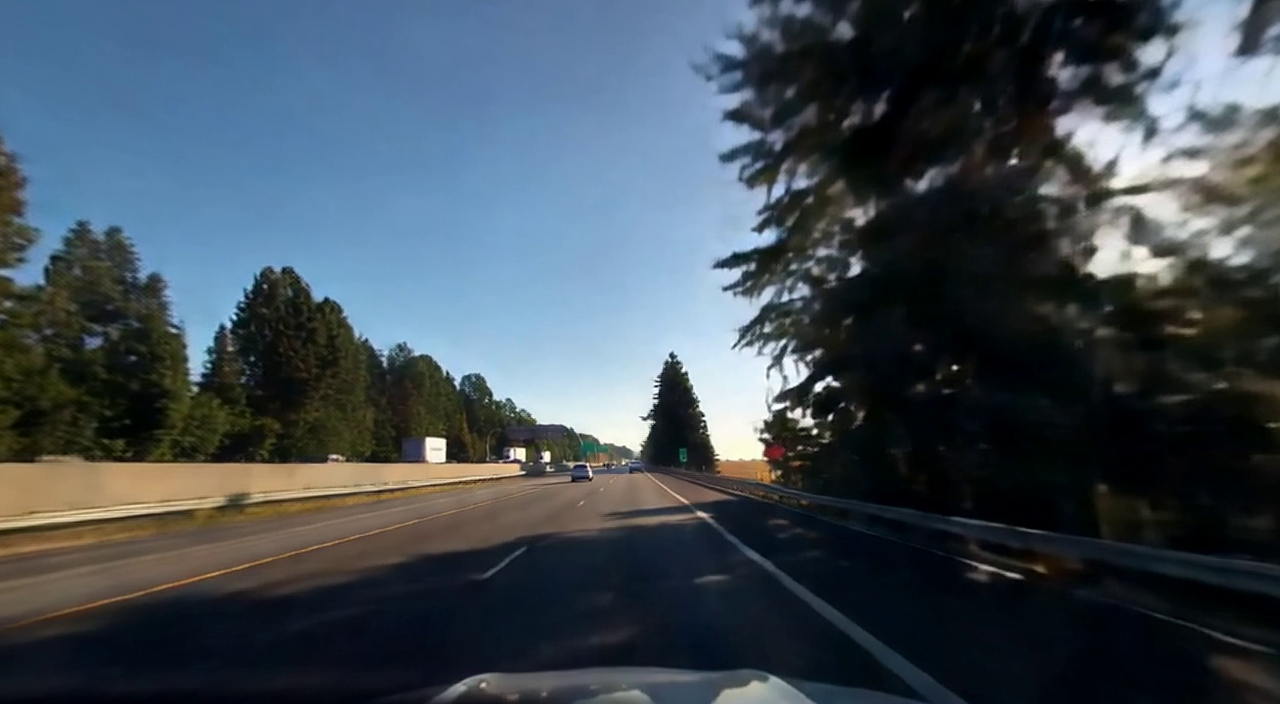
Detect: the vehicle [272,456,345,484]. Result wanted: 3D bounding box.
[{"bbox_3d":[-19.127,6.863,36.623,1.906,1.490,4.203,1,-10,0],"label":"vehicle"}]
